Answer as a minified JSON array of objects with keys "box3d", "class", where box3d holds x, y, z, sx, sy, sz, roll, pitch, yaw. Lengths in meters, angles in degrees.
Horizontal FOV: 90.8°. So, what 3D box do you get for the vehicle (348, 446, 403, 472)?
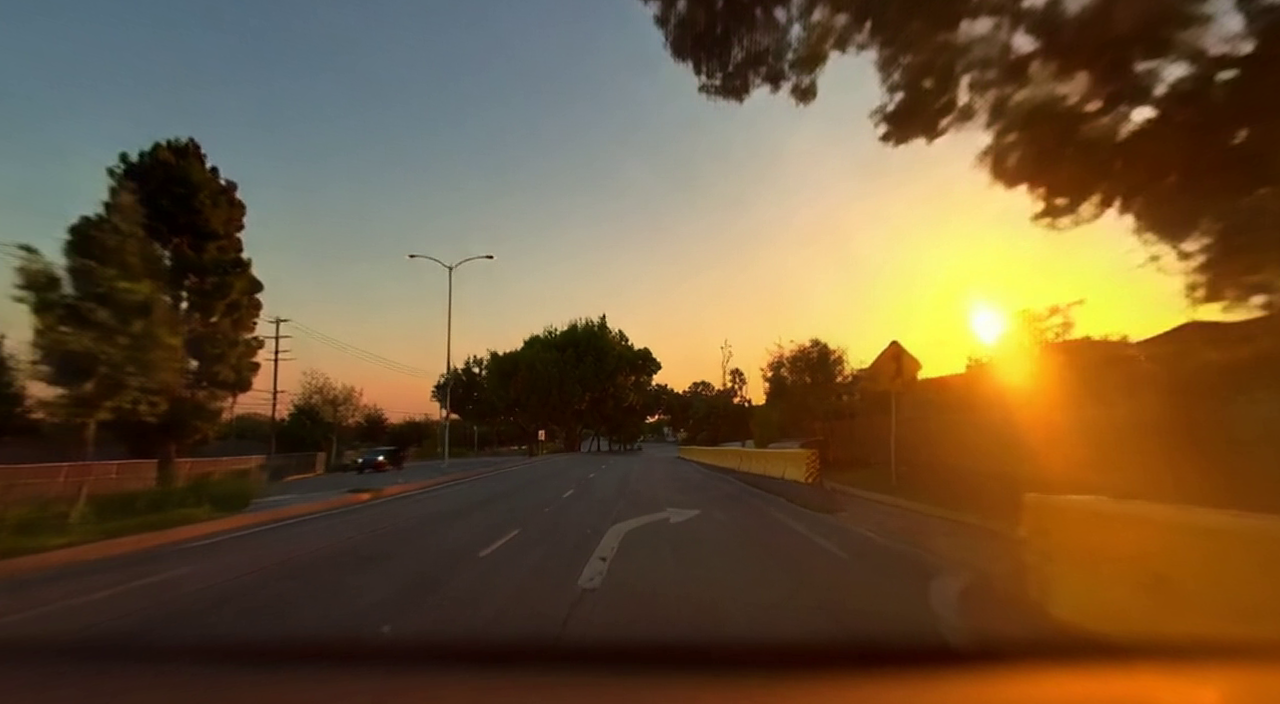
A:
[{"box3d":[-17.114,6.906,41.017,1.980,1.575,3.822,0,-9,-1],"class":"vehicle"}]
